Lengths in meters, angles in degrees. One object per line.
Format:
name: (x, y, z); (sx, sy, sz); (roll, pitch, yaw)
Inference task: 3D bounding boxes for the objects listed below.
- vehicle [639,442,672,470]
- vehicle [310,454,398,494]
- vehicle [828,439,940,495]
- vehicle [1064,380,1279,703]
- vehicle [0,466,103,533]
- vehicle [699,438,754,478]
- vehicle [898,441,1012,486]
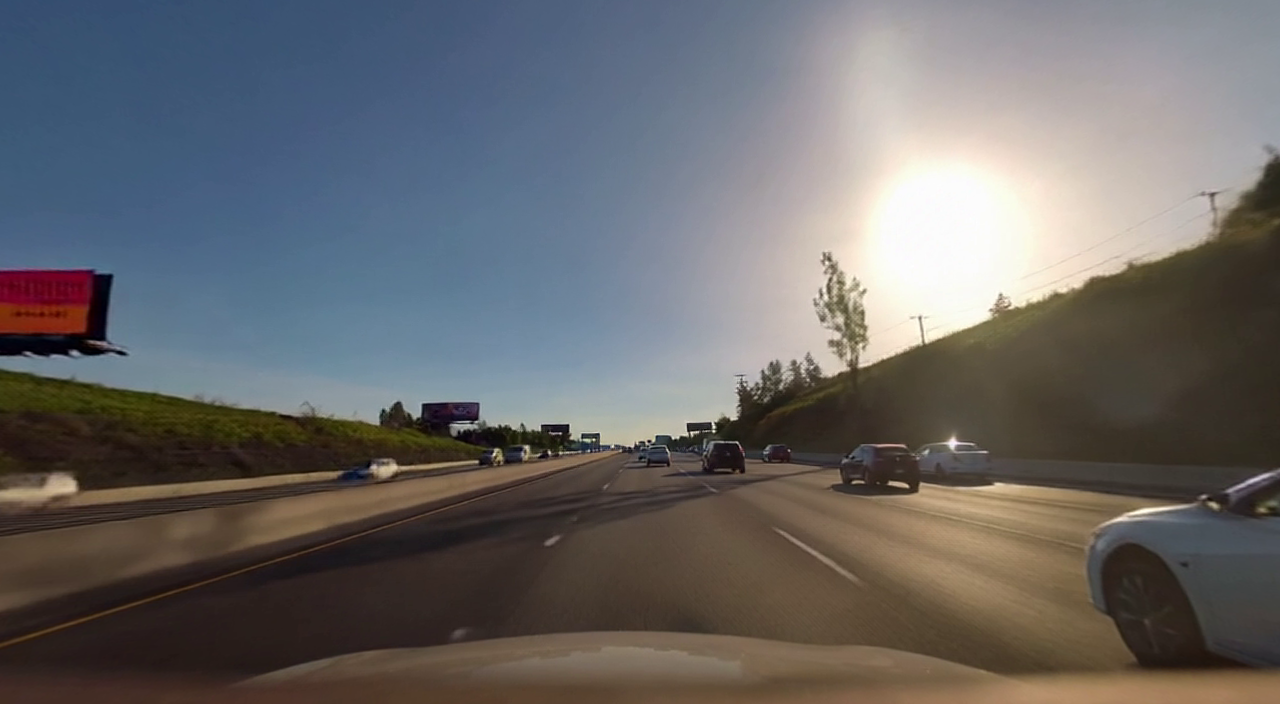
vehicle: (1.052, 7.242, 44.242); (2.145, 1.832, 4.004); (0, -8, 0)
vehicle: (-13.081, 5.566, 29.181); (1.864, 1.587, 4.549); (-1, -8, 1)
vehicle: (7.608, 3.588, 20.170); (1.807, 1.558, 4.352); (0, -8, 0)
vehicle: (3.839, 0.809, 1.960); (1.989, 1.609, 4.355); (0, -8, 0)
vehicle: (-16.880, 3.802, 16.144); (1.975, 1.530, 4.866); (-1, -8, 0)
vehicle: (4.362, 5.413, 32.491); (2.075, 1.845, 4.667); (0, -8, -1)
vehicle: (12.048, 4.255, 24.553); (1.941, 1.539, 4.834); (0, -8, 0)
